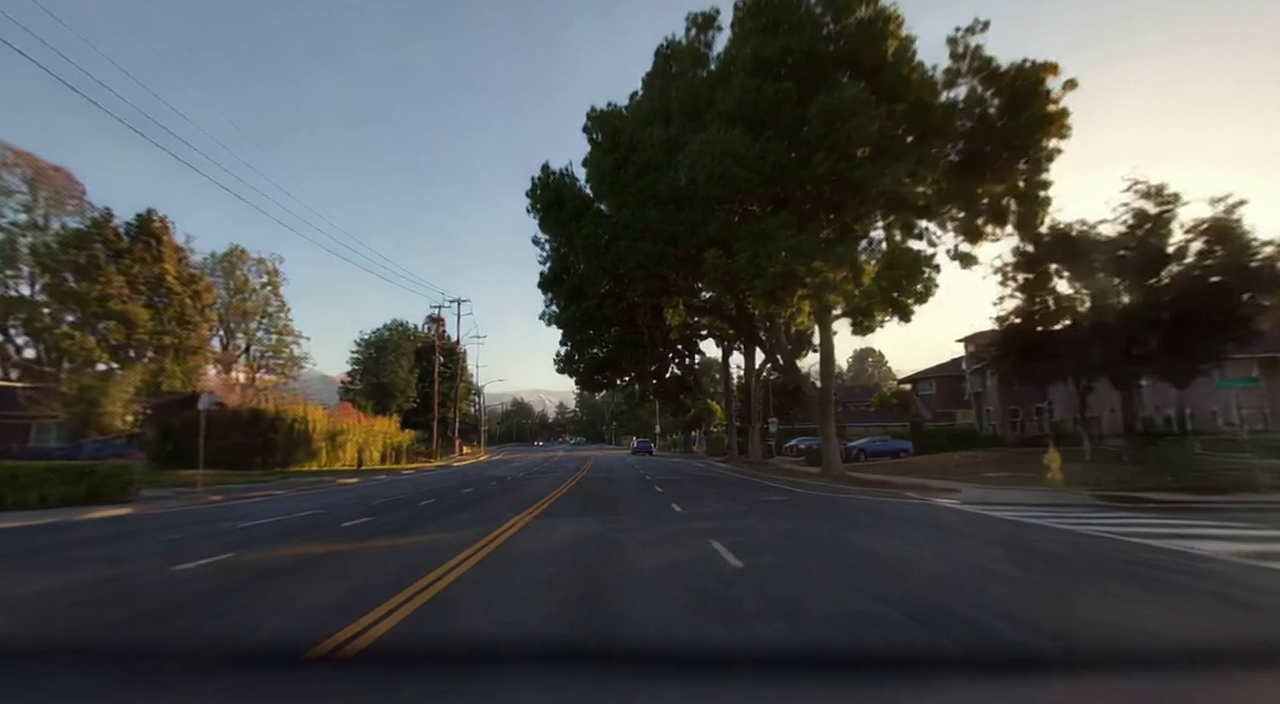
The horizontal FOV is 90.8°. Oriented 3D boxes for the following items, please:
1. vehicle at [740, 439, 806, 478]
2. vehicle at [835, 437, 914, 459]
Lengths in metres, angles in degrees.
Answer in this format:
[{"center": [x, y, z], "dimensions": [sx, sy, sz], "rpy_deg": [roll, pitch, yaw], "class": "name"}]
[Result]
[{"center": [6.140, 4.972, 29.747], "dimensions": [2.024, 1.710, 4.525], "rpy_deg": [0, -8, -1], "class": "vehicle"}, {"center": [16.022, 6.588, 43.346], "dimensions": [4.656, 1.466, 1.924], "rpy_deg": [0, -8, -1], "class": "vehicle"}]
